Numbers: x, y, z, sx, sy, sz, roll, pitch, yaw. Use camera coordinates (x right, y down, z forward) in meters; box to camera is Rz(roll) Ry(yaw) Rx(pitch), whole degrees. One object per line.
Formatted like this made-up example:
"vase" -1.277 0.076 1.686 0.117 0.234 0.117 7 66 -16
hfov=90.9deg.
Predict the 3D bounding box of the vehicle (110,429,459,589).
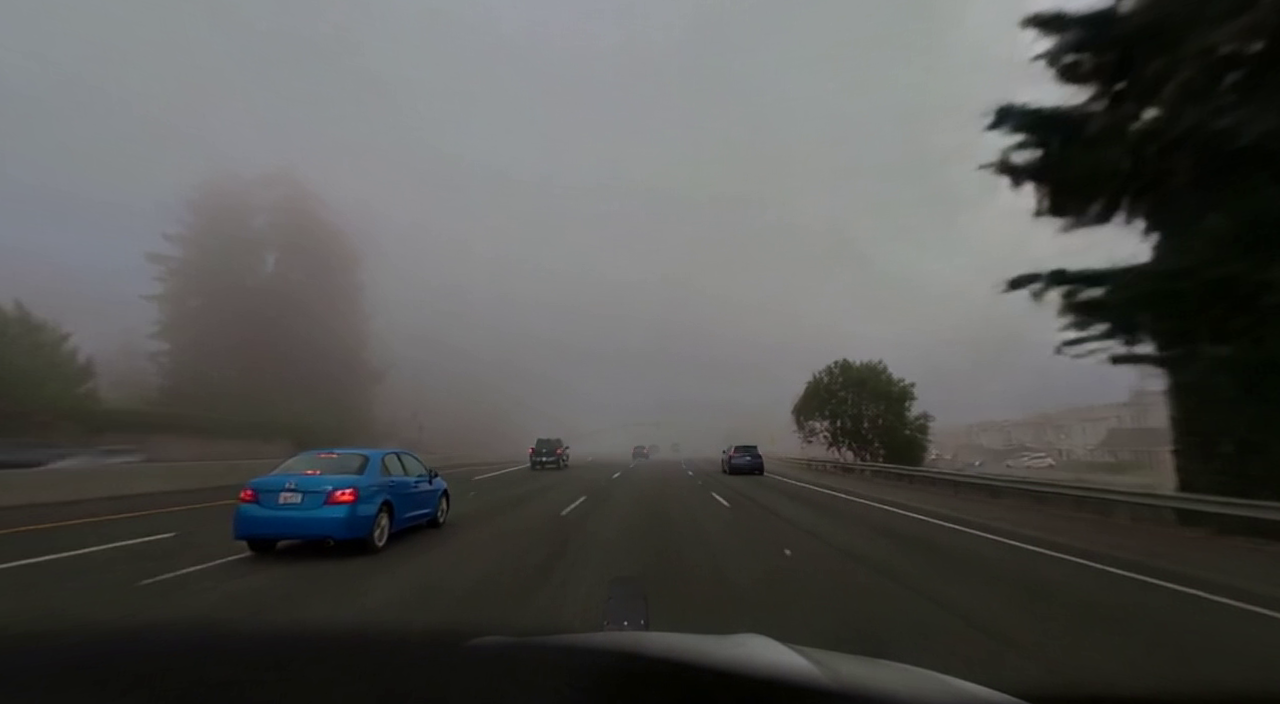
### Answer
"vehicle" -3.979 1.800 8.188 1.948 1.475 4.461 0 -8 -1

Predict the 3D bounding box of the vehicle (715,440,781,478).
"vehicle" 4.460 4.510 26.835 2.100 1.472 4.533 0 -8 1

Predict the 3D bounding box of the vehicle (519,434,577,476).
"vehicle" -4.255 4.852 29.956 2.122 1.847 4.696 0 -8 -1
